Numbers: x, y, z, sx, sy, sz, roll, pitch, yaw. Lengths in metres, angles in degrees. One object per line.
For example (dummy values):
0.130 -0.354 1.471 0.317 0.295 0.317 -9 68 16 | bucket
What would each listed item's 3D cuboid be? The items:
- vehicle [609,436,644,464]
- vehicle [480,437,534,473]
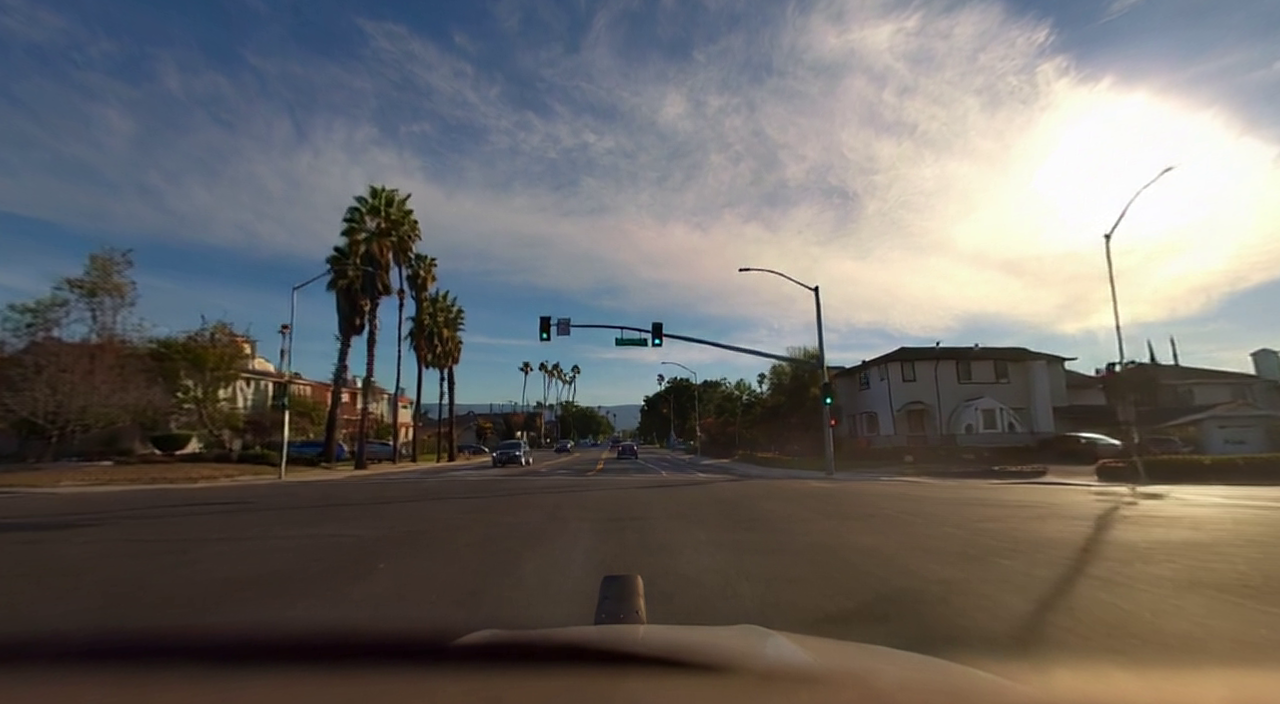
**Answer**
-1.017 6.896 44.450 2.248 1.833 4.798 0 -8 -3 | vehicle
-6.724 5.215 32.286 1.983 1.684 3.938 0 -8 -1 | vehicle
